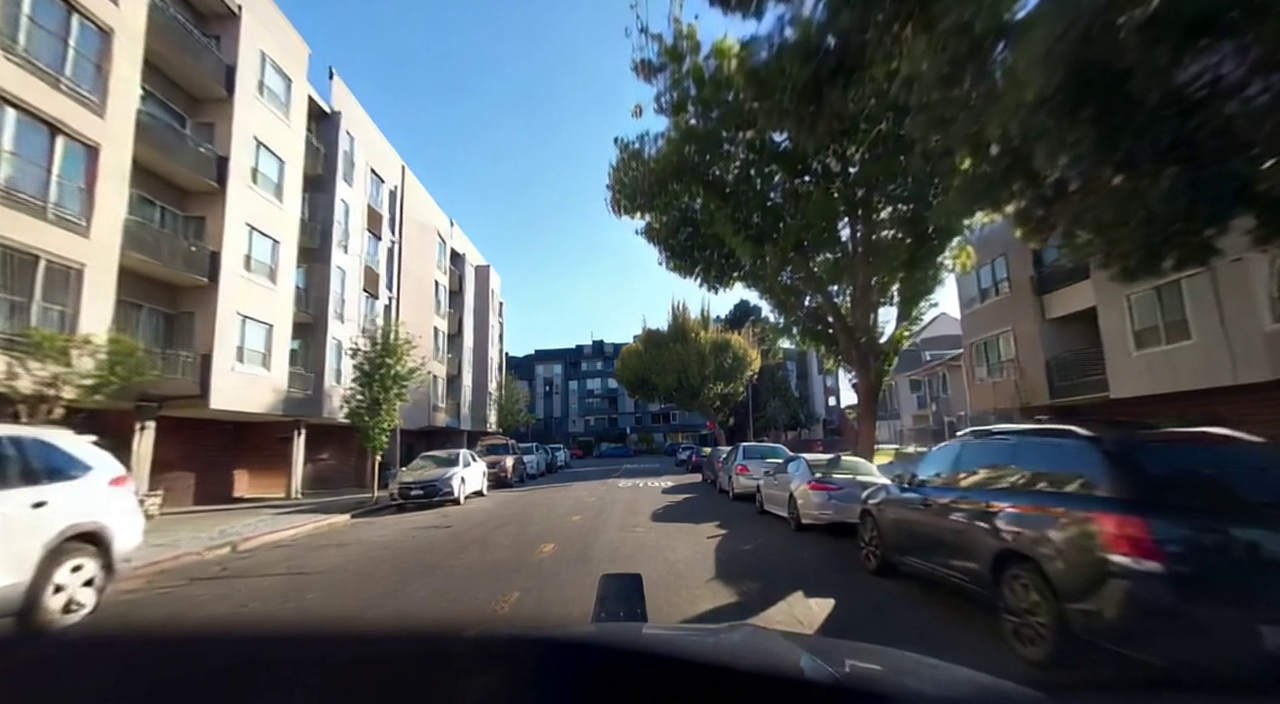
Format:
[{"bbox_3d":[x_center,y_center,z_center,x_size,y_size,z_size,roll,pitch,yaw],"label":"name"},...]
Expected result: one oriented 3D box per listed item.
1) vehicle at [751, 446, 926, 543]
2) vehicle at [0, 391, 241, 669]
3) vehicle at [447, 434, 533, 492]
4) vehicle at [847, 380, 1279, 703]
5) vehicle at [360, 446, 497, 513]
[{"bbox_3d":[3.340,2.437,11.563,1.835,1.420,4.186,0,-8,0],"label":"vehicle"},{"bbox_3d":[-5.419,1.178,4.099,2.244,1.849,5.306,0,-8,-1],"label":"vehicle"},{"bbox_3d":[-5.544,4.137,23.976,2.216,1.953,4.553,0,-8,-1],"label":"vehicle"},{"bbox_3d":[3.645,1.346,5.559,2.063,1.729,4.538,0,-8,0],"label":"vehicle"},{"bbox_3d":[-5.443,3.315,17.069,2.119,1.500,4.953,0,-8,-2],"label":"vehicle"}]
